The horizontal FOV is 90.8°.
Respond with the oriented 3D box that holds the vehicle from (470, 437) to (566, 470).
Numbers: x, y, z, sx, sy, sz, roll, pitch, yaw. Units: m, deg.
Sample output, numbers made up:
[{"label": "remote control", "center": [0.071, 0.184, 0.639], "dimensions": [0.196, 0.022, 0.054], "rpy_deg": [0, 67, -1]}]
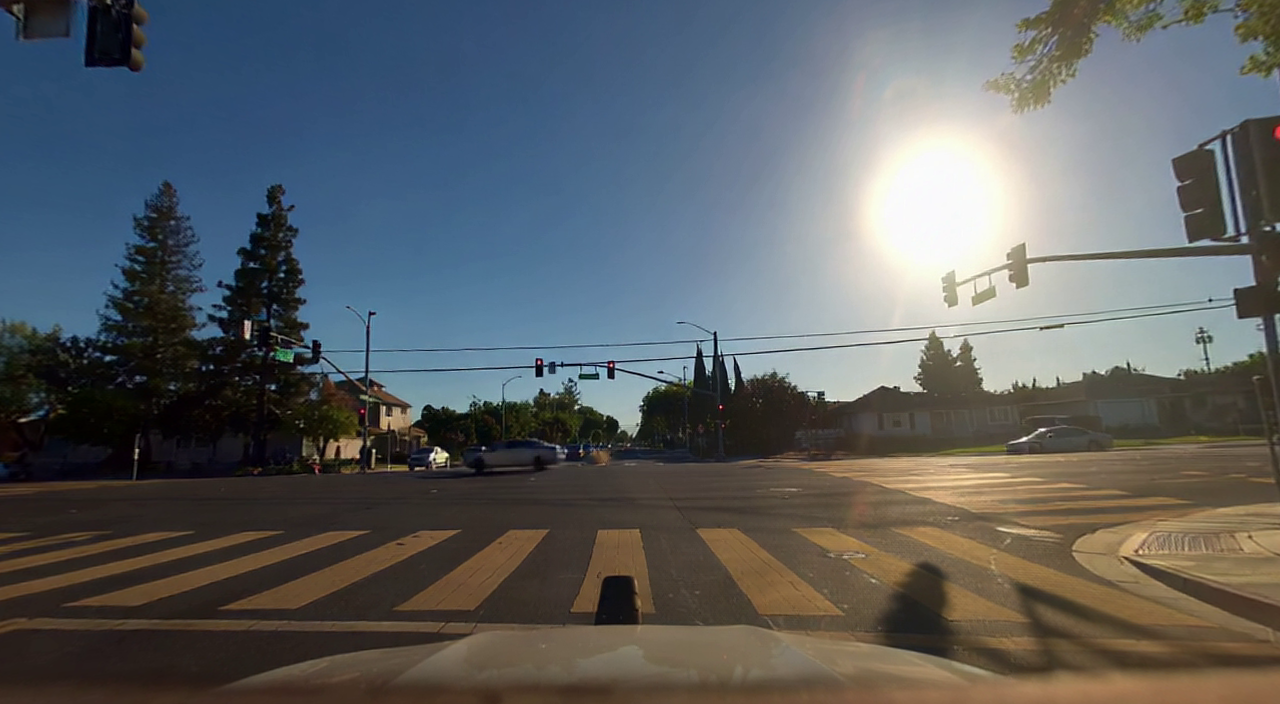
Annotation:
[{"label": "vehicle", "center": [-6.532, 5.478, 34.125], "dimensions": [4.706, 1.710, 1.932], "rpy_deg": [-1, -8, 4]}]
